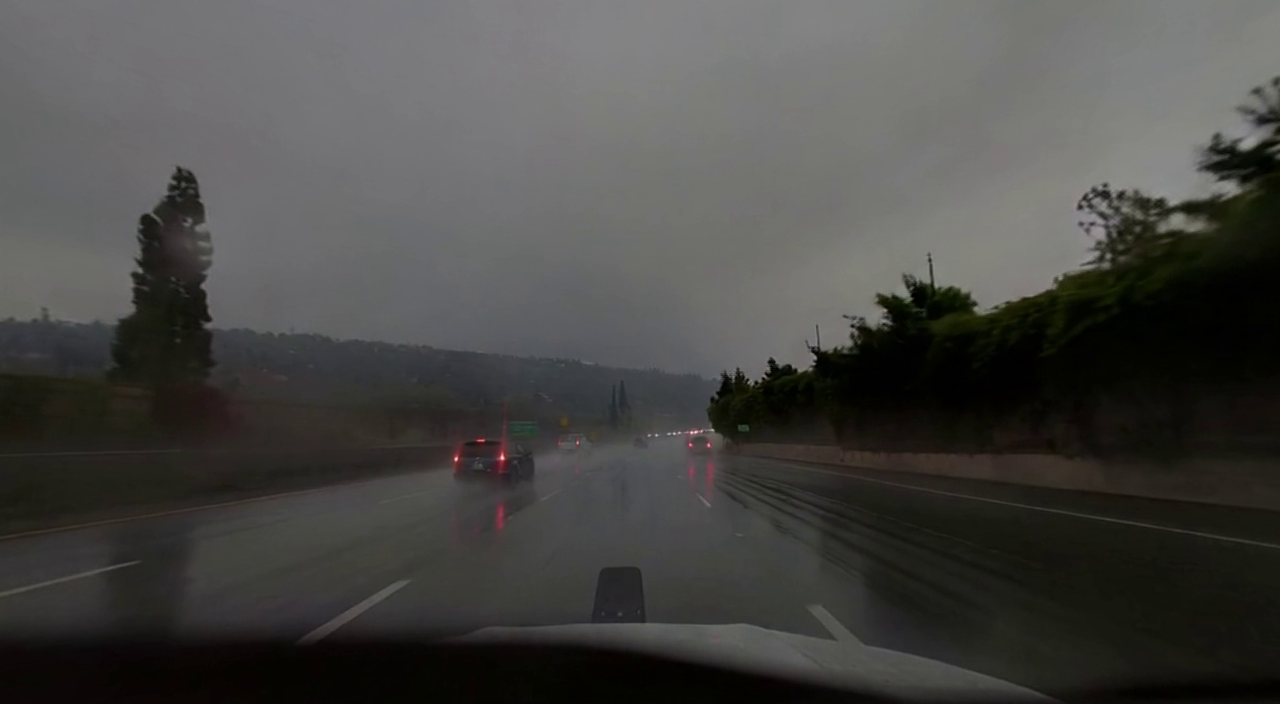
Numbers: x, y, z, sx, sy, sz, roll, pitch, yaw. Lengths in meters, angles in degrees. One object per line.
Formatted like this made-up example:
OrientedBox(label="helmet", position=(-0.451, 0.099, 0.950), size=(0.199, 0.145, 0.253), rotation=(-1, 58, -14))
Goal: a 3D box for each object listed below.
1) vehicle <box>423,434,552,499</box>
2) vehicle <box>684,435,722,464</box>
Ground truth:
OrientedBox(label="vehicle", position=(-3.819, 2.969, 16.772), size=(2.192, 1.482, 4.454), rotation=(0, -9, 1))
OrientedBox(label="vehicle", position=(4.078, 6.433, 41.623), size=(2.211, 1.814, 4.404), rotation=(0, -9, 2))
